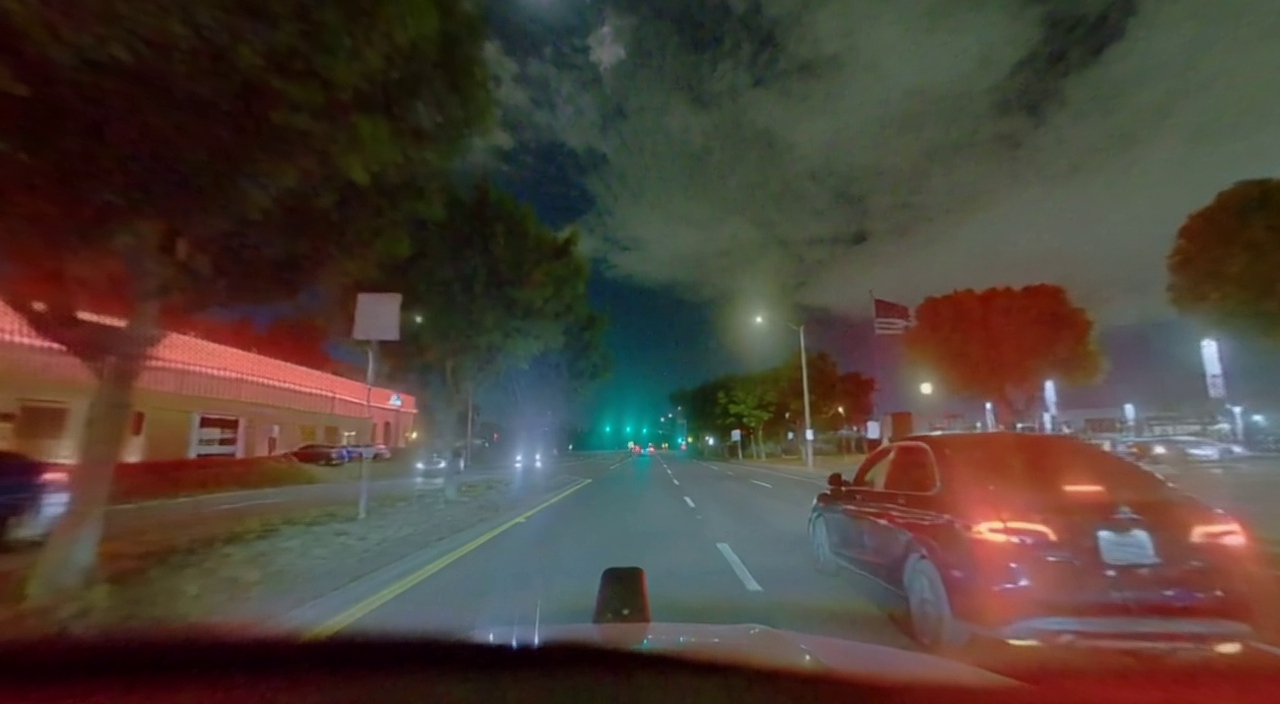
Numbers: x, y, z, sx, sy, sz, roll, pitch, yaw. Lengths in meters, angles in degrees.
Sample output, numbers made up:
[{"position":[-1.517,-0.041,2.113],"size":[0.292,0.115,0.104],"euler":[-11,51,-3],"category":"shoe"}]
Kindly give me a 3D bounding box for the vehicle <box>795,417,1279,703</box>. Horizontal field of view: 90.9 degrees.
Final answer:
[{"position":[3.014,1.417,5.499],"size":[2.091,1.472,4.697],"euler":[0,-8,0],"category":"vehicle"}]

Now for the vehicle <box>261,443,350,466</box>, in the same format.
[{"position":[-23.156,7.121,43.817],"size":[4.980,1.521,2.089],"euler":[0,-8,0],"category":"vehicle"}]

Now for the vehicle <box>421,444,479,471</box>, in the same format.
[{"position":[-11.340,6.323,37.942],"size":[1.938,1.487,4.623],"euler":[0,-8,1],"category":"vehicle"}]

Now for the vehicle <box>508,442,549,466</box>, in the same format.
[{"position":[-7.597,6.981,43.257],"size":[1.904,1.501,4.313],"euler":[0,-8,2],"category":"vehicle"}]
